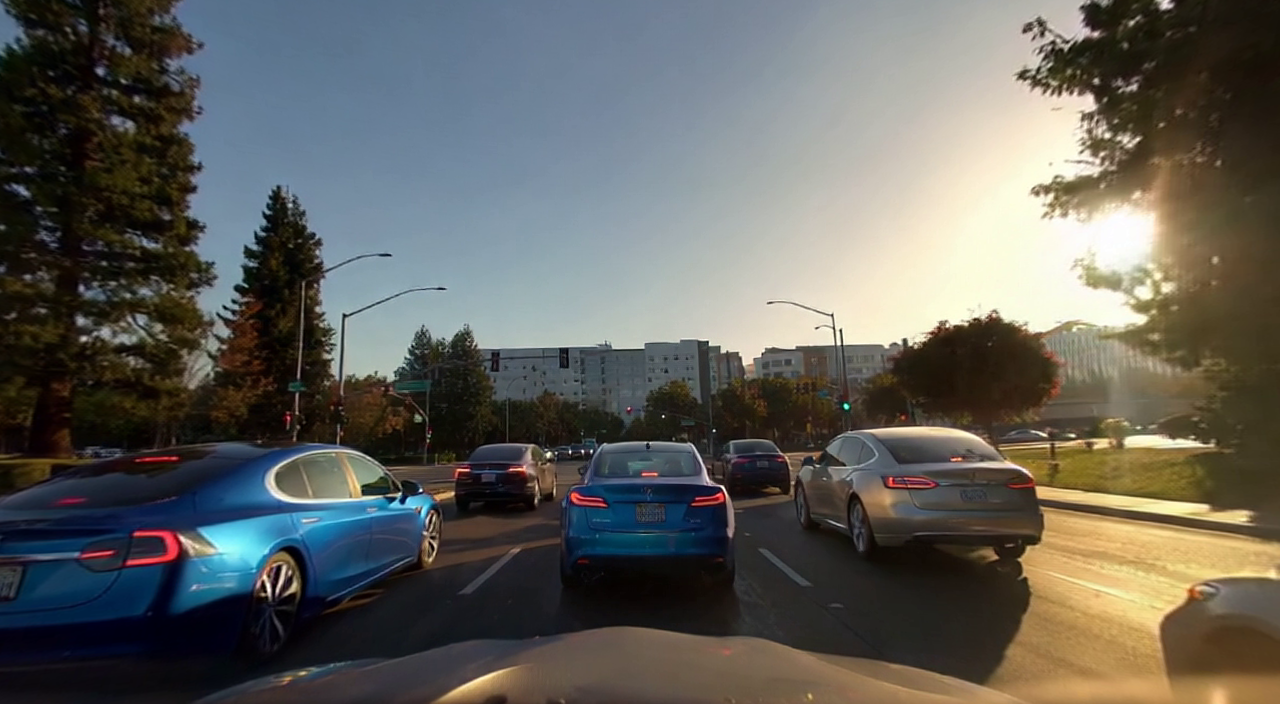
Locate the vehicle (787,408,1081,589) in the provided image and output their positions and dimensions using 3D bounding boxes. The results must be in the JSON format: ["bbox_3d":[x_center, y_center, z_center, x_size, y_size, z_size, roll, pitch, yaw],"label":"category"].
[{"bbox_3d":[3.390,1.738,8.316,1.938,1.732,4.006,1,-8,0],"label":"vehicle"}]

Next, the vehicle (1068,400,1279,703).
[{"bbox_3d":[3.302,0.750,1.033,1.951,1.522,4.614,0,-8,0],"label":"vehicle"}]

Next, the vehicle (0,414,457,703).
[{"bbox_3d":[-3.082,1.329,4.792,2.015,1.478,4.407,0,-8,0],"label":"vehicle"}]

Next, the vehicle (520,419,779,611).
[{"bbox_3d":[0.051,1.675,7.424,2.144,1.563,4.218,0,-8,-1],"label":"vehicle"}]
